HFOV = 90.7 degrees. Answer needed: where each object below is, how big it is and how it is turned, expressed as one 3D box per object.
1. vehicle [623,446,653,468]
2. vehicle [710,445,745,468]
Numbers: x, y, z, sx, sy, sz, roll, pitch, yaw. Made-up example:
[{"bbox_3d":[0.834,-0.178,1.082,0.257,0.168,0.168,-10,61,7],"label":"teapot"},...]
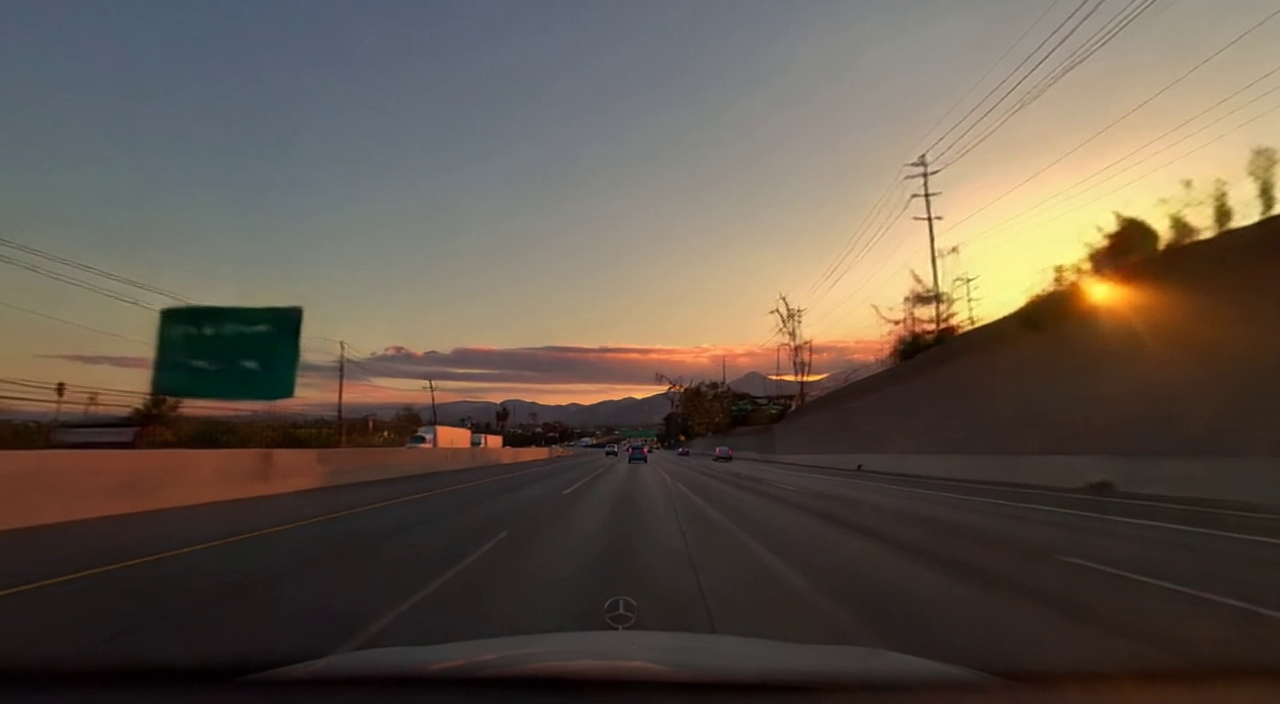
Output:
[{"bbox_3d":[-0.181,7.540,45.536,2.109,1.489,4.027,0,-8,-1],"label":"vehicle"},{"bbox_3d":[6.800,8.154,49.714,2.005,1.687,4.259,0,-8,-1],"label":"vehicle"}]
